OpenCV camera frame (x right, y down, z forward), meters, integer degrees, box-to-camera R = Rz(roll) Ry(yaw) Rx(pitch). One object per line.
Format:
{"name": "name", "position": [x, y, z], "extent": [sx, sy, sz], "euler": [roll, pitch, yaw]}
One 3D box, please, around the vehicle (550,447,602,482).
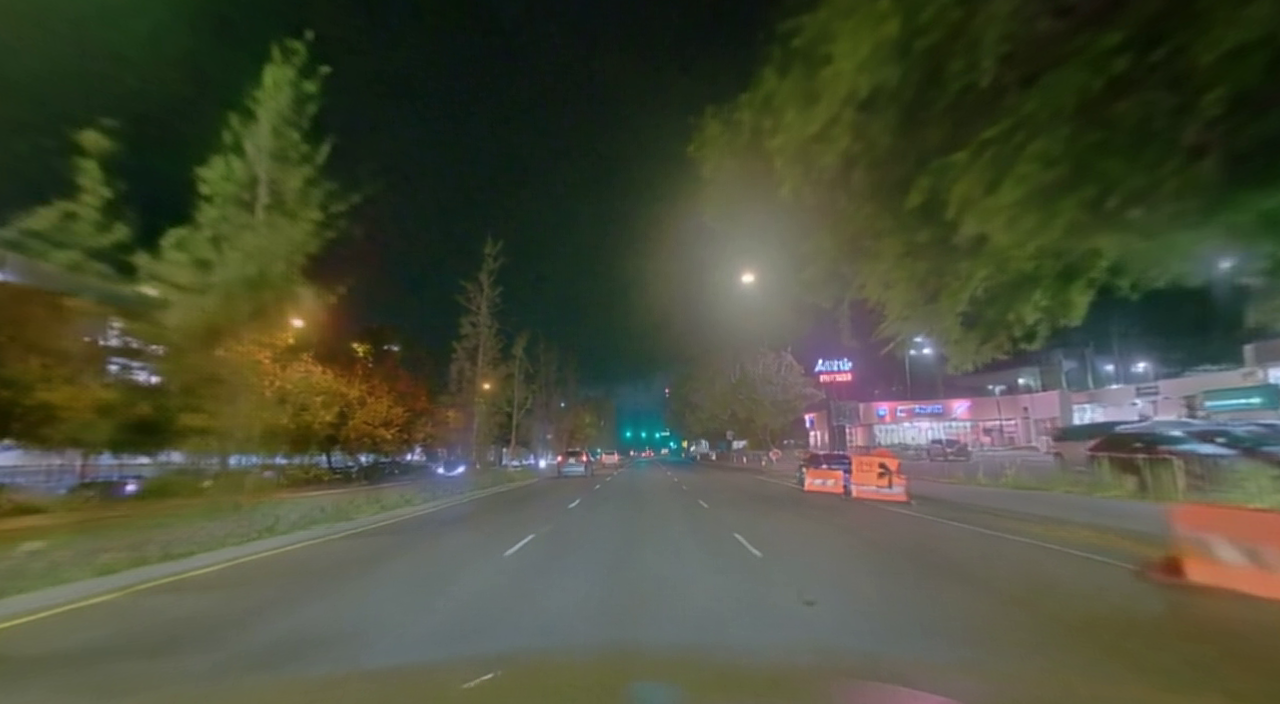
{"name": "vehicle", "position": [-2.812, 5.075, 28.633], "extent": [1.926, 1.442, 4.231], "euler": [0, -9, 0]}

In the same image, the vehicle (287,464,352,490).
{"name": "vehicle", "position": [-21.963, 8.598, 43.459], "extent": [1.955, 1.447, 4.911], "euler": [-3, -9, 0]}

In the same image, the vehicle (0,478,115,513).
{"name": "vehicle", "position": [-30.113, 7.334, 32.375], "extent": [4.640, 1.477, 1.892], "euler": [6, -12, -37]}

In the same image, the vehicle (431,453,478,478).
{"name": "vehicle", "position": [-12.018, 7.325, 41.020], "extent": [1.797, 1.510, 3.919], "euler": [-1, -9, 1]}

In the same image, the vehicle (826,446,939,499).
{"name": "vehicle", "position": [7.364, 3.655, 19.644], "extent": [1.799, 1.399, 4.317], "euler": [-1, -8, 0]}

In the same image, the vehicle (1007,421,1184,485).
{"name": "vehicle", "position": [13.449, 3.046, 19.069], "extent": [1.916, 1.683, 4.516], "euler": [0, -9, 0]}

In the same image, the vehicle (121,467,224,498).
{"name": "vehicle", "position": [-29.648, 8.209, 40.029], "extent": [4.947, 1.683, 1.968], "euler": [8, -12, -42]}

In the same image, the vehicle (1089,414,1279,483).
{"name": "vehicle", "position": [16.009, 2.867, 18.752], "extent": [1.984, 1.774, 4.406], "euler": [0, -9, -1]}
